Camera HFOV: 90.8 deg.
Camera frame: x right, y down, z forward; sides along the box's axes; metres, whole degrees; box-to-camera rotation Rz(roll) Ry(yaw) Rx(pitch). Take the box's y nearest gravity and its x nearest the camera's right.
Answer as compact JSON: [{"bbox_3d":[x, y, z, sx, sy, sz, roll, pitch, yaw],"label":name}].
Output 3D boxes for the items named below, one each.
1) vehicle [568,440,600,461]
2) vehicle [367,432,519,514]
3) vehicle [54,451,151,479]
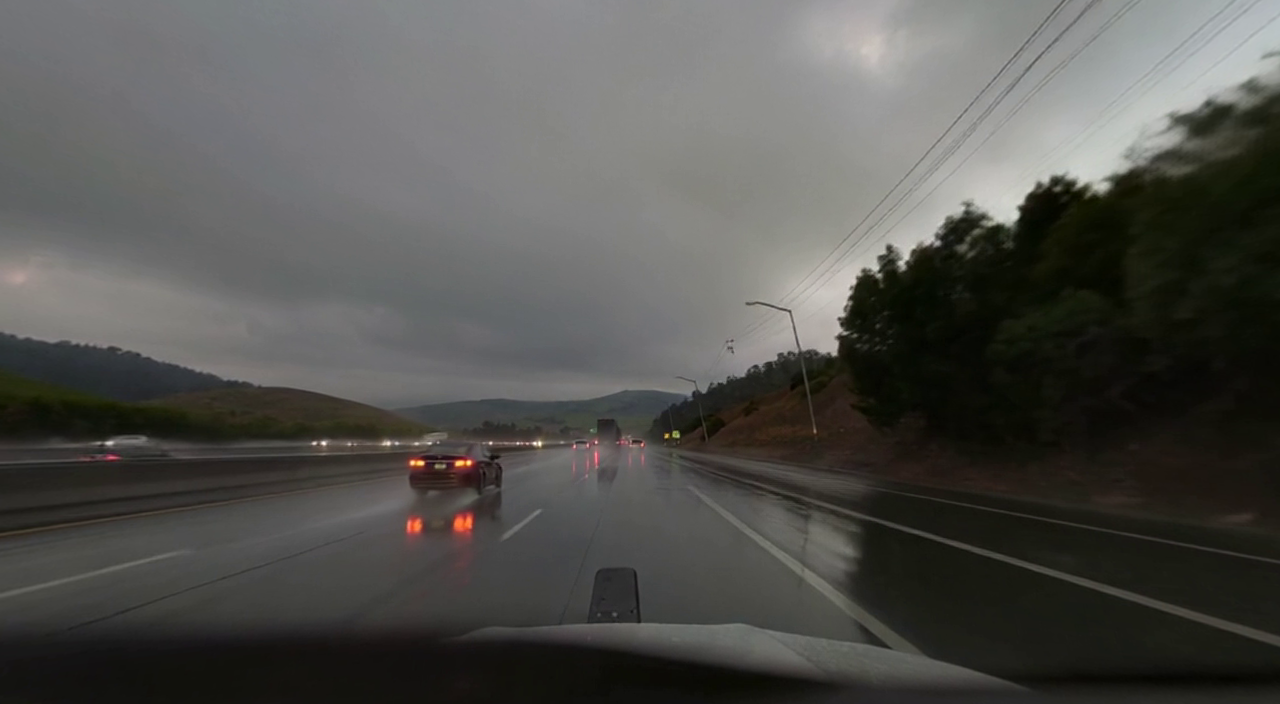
[{"bbox_3d":[-4.136,7.339,47.163,2.038,1.533,4.103,0,-9,-1],"label":"vehicle"},{"bbox_3d":[-4.121,2.610,14.116,1.963,1.533,4.477,0,-9,0],"label":"vehicle"},{"bbox_3d":[-29.891,6.261,35.295,1.916,1.471,3.905,0,-9,1],"label":"vehicle"}]
